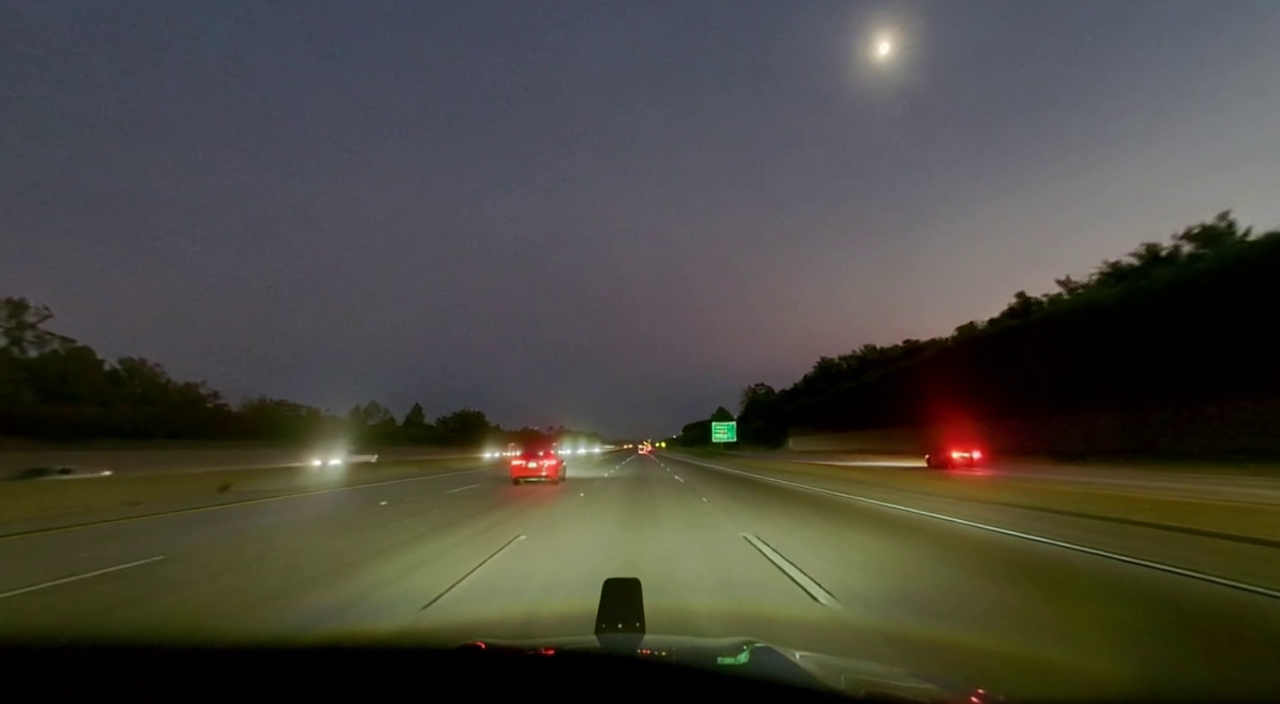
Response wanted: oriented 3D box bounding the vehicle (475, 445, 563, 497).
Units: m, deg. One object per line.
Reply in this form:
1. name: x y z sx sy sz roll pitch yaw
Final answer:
1. vehicle: -3.675 3.698 20.081 1.873 1.438 4.546 -1 -9 0

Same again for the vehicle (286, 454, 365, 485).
1. vehicle: -16.619 6.206 33.619 1.856 1.448 4.515 0 -9 0

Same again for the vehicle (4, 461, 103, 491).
1. vehicle: -31.112 6.553 33.609 1.737 1.436 3.586 0 -9 0

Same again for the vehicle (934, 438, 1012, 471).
1. vehicle: 18.497 5.718 35.310 1.925 1.648 4.367 0 -9 -1
